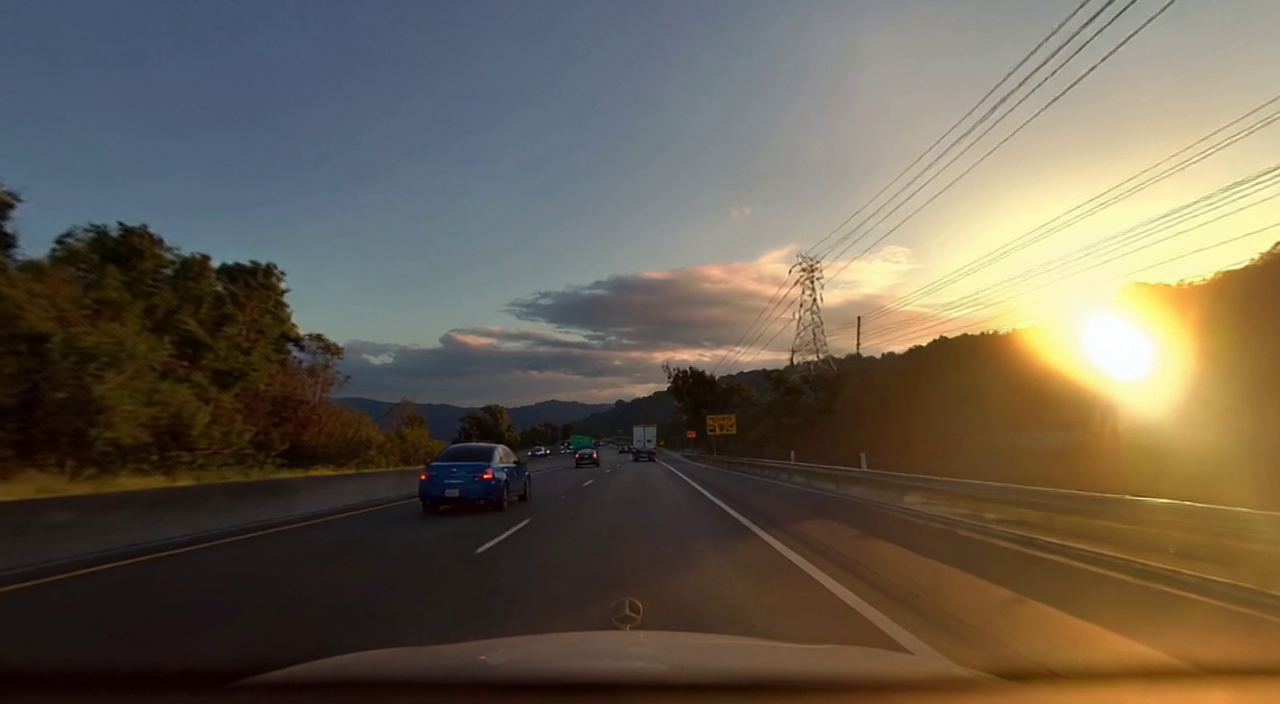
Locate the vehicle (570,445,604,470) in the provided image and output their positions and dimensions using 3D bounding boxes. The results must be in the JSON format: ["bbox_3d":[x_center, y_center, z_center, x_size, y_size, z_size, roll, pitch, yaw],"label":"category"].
[{"bbox_3d":[-3.910,7.864,47.179,2.111,1.735,4.066,0,-9,1],"label":"vehicle"}]

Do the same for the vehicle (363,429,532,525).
[{"bbox_3d":[-3.854,2.606,13.776,2.049,1.697,4.998,0,-9,1],"label":"vehicle"}]
